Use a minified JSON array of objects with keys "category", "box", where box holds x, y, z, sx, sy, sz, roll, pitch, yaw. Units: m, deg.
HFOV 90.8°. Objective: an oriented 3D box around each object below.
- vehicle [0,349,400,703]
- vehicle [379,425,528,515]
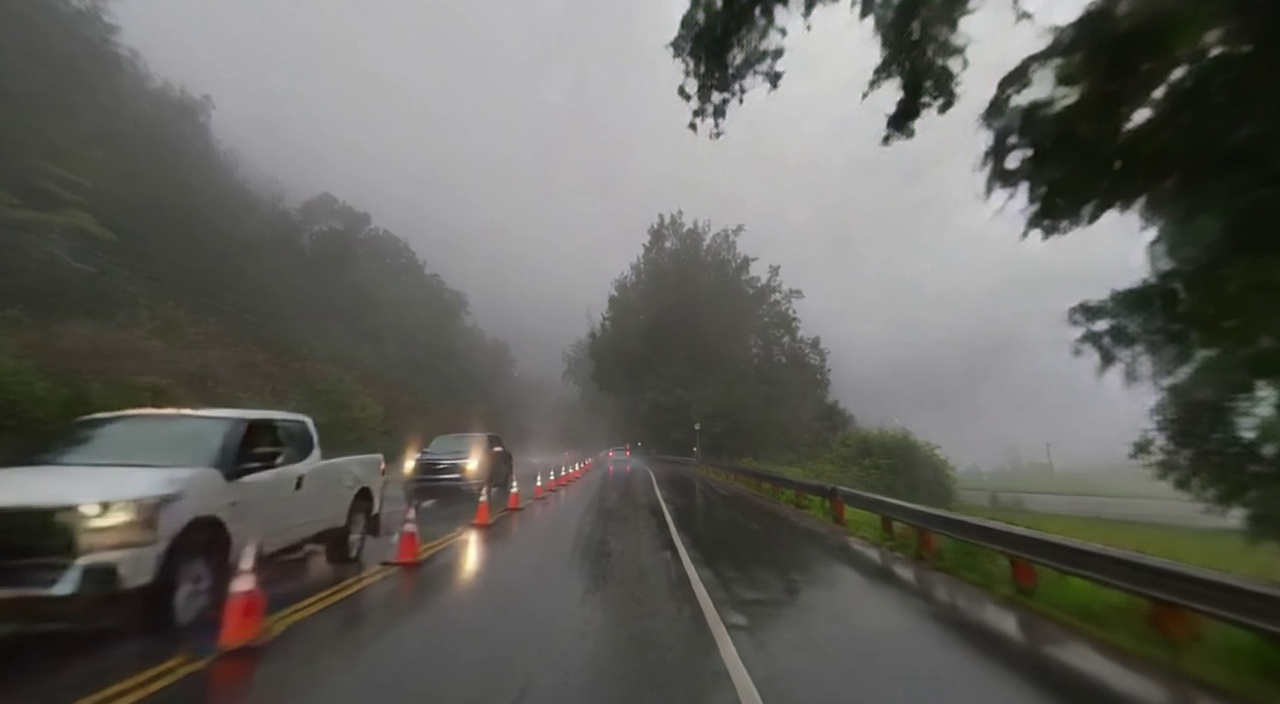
[{"category":"vehicle","box":[-4.554,1.269,5.283,2.519,1.936,6.288,0,-9,1]},{"category":"vehicle","box":[-4.587,2.992,16.643,2.128,1.944,5.555,0,-9,1]}]
